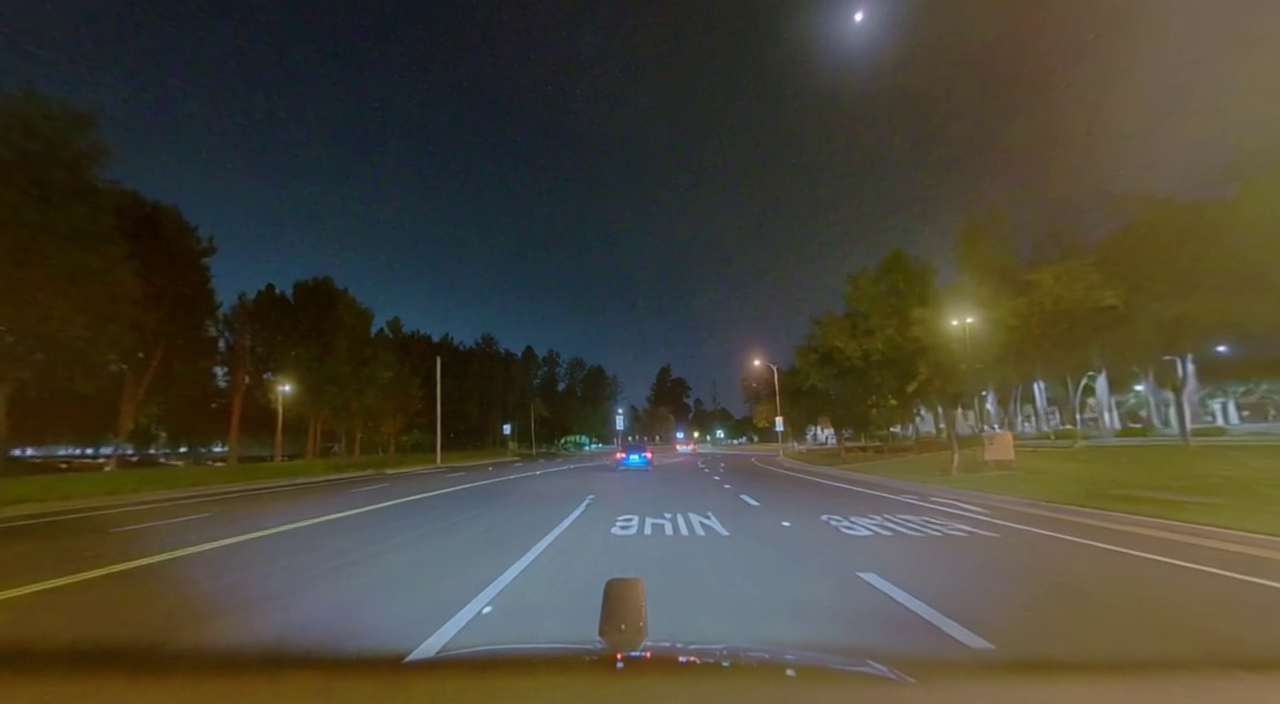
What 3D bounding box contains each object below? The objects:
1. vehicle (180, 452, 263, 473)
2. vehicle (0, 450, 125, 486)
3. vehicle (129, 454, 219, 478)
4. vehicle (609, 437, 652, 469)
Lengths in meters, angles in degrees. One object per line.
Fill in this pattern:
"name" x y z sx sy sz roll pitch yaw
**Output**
"vehicle" -30.227 7.982 45.610 4.614 1.431 1.926 -1 -8 2
"vehicle" -30.313 6.000 32.798 4.923 1.697 2.209 0 -8 -4
"vehicle" -29.957 7.324 40.635 4.309 1.433 1.818 0 -8 -1
"vehicle" -0.432 5.251 32.982 1.978 1.499 3.915 -1 -8 4
